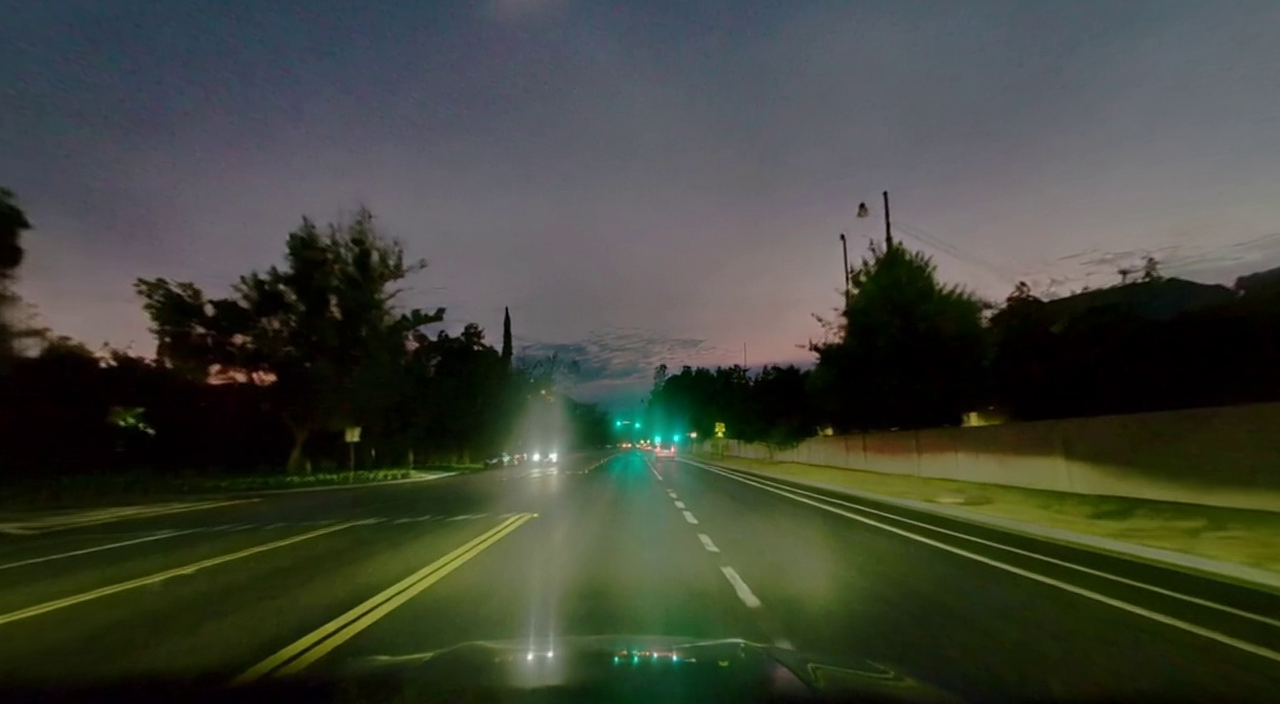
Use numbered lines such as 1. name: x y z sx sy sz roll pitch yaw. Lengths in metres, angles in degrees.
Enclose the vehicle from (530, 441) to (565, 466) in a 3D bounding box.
1. vehicle: -7.109 7.894 49.088 2.054 1.814 4.543 0 -9 0
